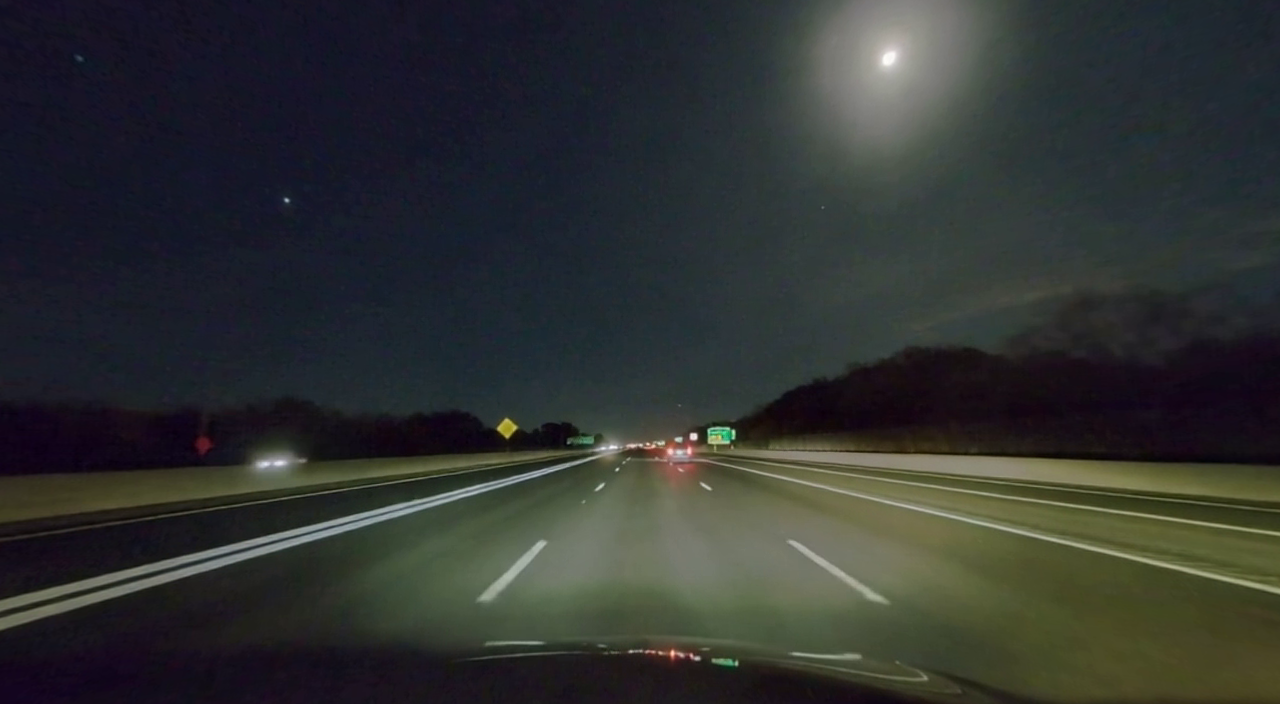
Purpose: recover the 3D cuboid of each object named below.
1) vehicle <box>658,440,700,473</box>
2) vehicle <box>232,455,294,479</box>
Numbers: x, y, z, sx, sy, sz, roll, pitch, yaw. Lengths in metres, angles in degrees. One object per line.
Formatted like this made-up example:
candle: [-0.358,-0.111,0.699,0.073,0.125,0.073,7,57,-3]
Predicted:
vehicle: [2.032,5.616,34.063,2.050,1.654,4.192,0,-9,1]
vehicle: [-27.959,8.547,46.840,1.813,1.608,4.213,0,-9,2]
